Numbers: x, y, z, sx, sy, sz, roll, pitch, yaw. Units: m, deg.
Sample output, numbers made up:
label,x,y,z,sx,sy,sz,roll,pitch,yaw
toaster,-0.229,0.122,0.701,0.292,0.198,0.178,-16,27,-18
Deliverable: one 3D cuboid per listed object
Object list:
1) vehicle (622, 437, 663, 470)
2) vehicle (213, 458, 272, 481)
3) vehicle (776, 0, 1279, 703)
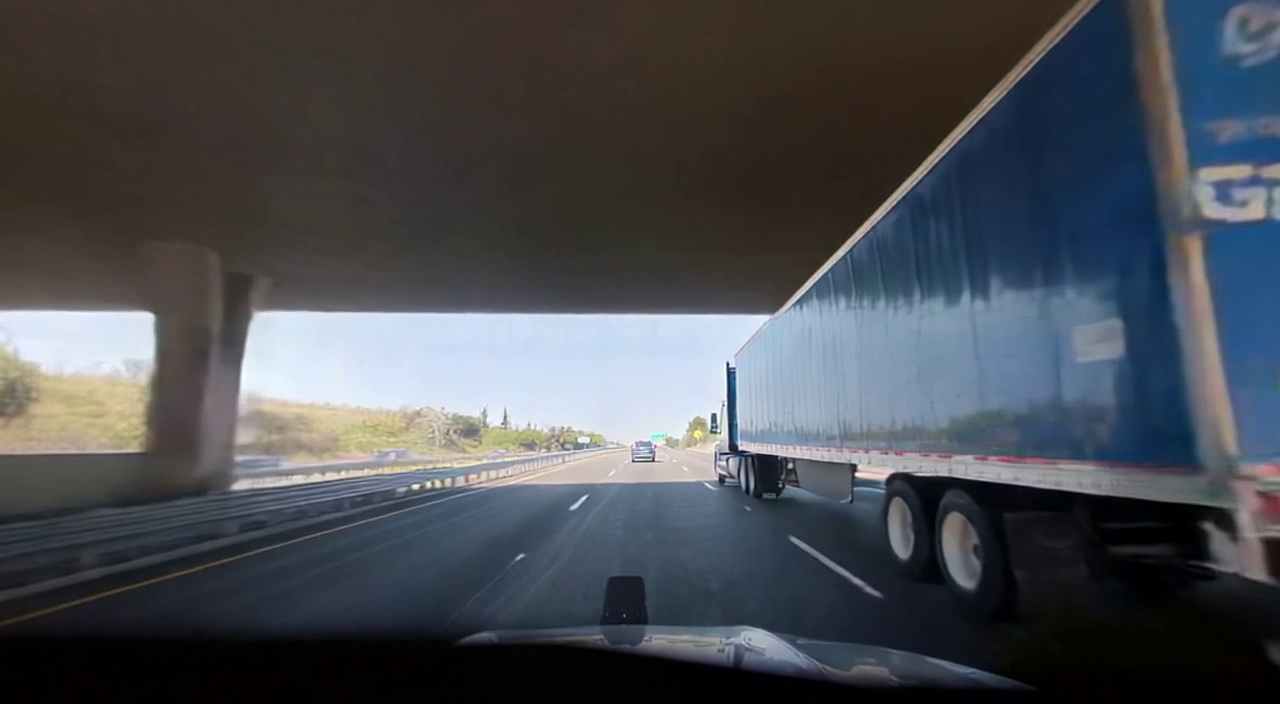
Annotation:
label,x,y,z,sx,sy,sz,roll,pitch,yaw
vehicle,0.140,5.447,34.059,2.050,1.654,4.192,0,-8,0
vehicle,-29.172,8.601,46.340,1.781,1.489,3.914,0,-8,1
vehicle,4.150,0.239,6.725,3.014,4.068,10.359,0,-8,0
